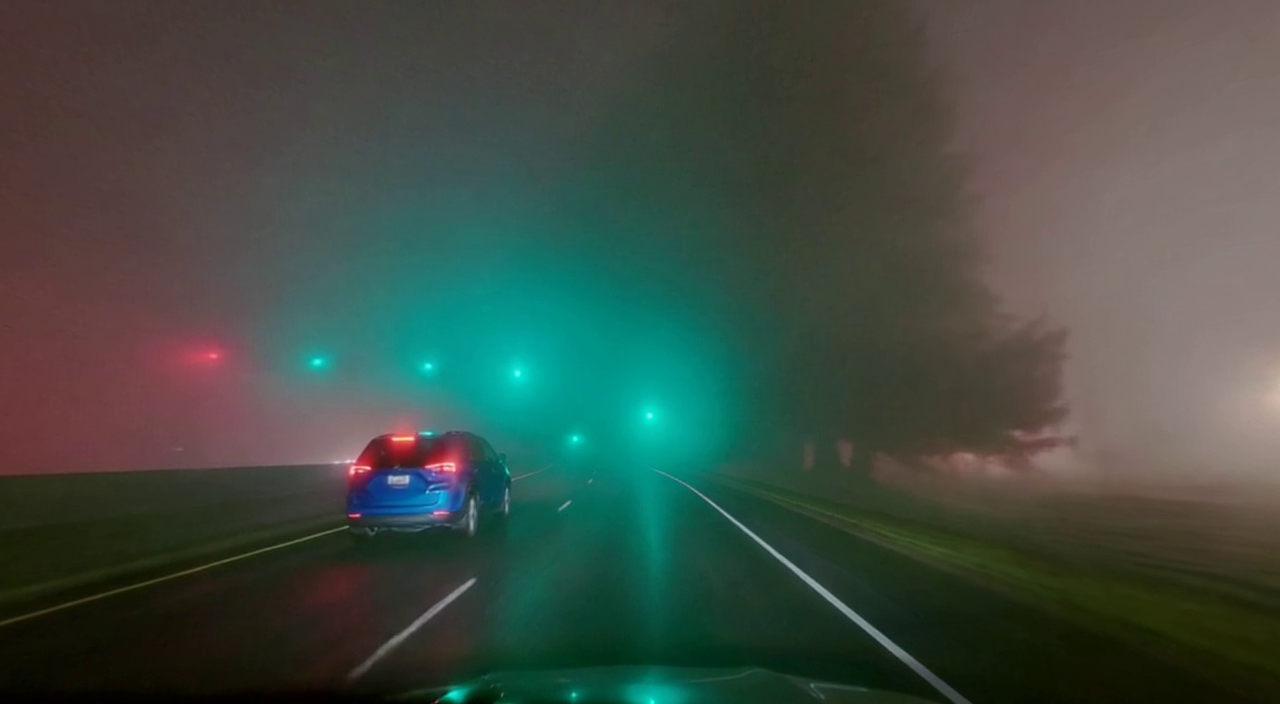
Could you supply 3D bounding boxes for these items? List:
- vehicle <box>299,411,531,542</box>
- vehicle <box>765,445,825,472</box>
[{"bbox_3d":[-3.667,2.156,11.597,2.336,1.857,4.986,0,-8,1],"label":"vehicle"},{"bbox_3d":[8.918,6.184,36.529,1.606,1.438,3.446,2,-10,-23],"label":"vehicle"}]
